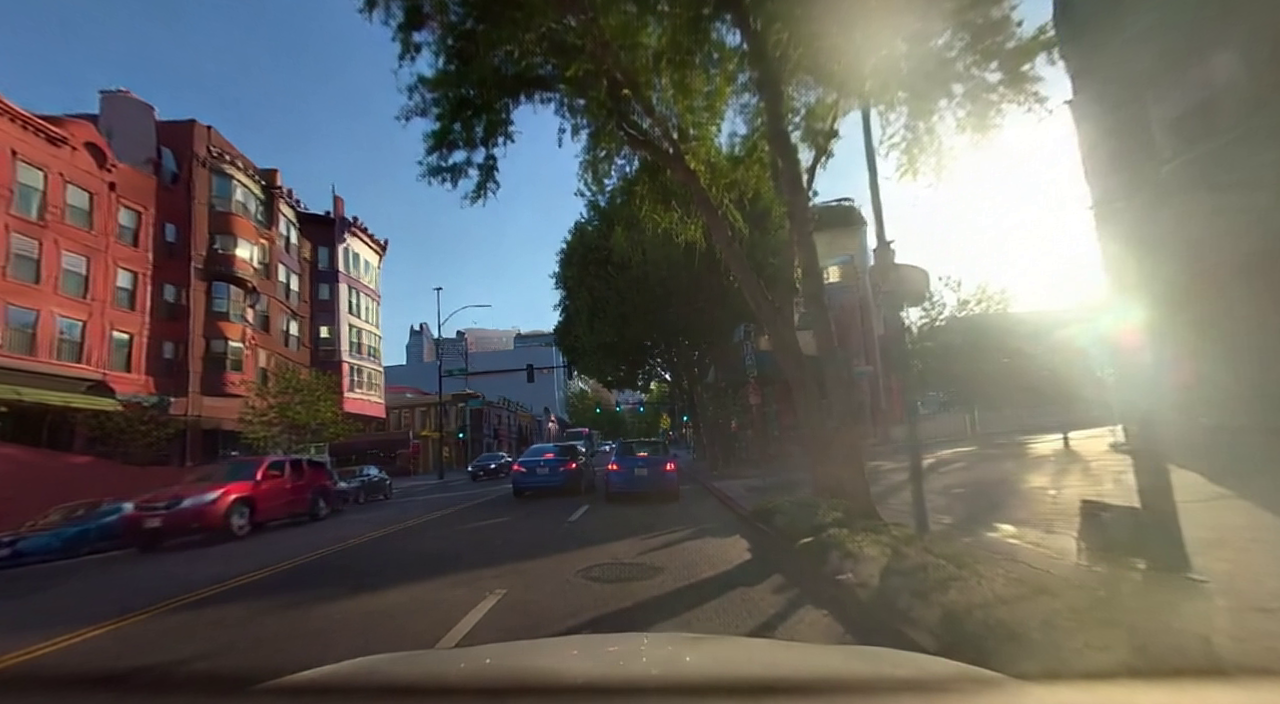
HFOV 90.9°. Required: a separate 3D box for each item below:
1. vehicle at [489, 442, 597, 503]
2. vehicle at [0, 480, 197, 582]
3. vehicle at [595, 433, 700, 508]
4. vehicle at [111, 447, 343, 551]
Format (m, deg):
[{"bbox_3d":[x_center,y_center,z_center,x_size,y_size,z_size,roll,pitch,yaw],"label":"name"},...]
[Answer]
[{"bbox_3d":[-2.467,3.210,17.366,2.099,1.424,4.843,0,-8,1],"label":"vehicle"},{"bbox_3d":[-11.748,3.532,13.064,1.861,1.476,4.479,0,-9,0],"label":"vehicle"},{"bbox_3d":[0.163,2.649,14.546,2.094,1.478,3.922,0,-8,0],"label":"vehicle"},{"bbox_3d":[-8.438,2.969,13.525,1.931,1.803,4.420,0,-8,1],"label":"vehicle"}]
